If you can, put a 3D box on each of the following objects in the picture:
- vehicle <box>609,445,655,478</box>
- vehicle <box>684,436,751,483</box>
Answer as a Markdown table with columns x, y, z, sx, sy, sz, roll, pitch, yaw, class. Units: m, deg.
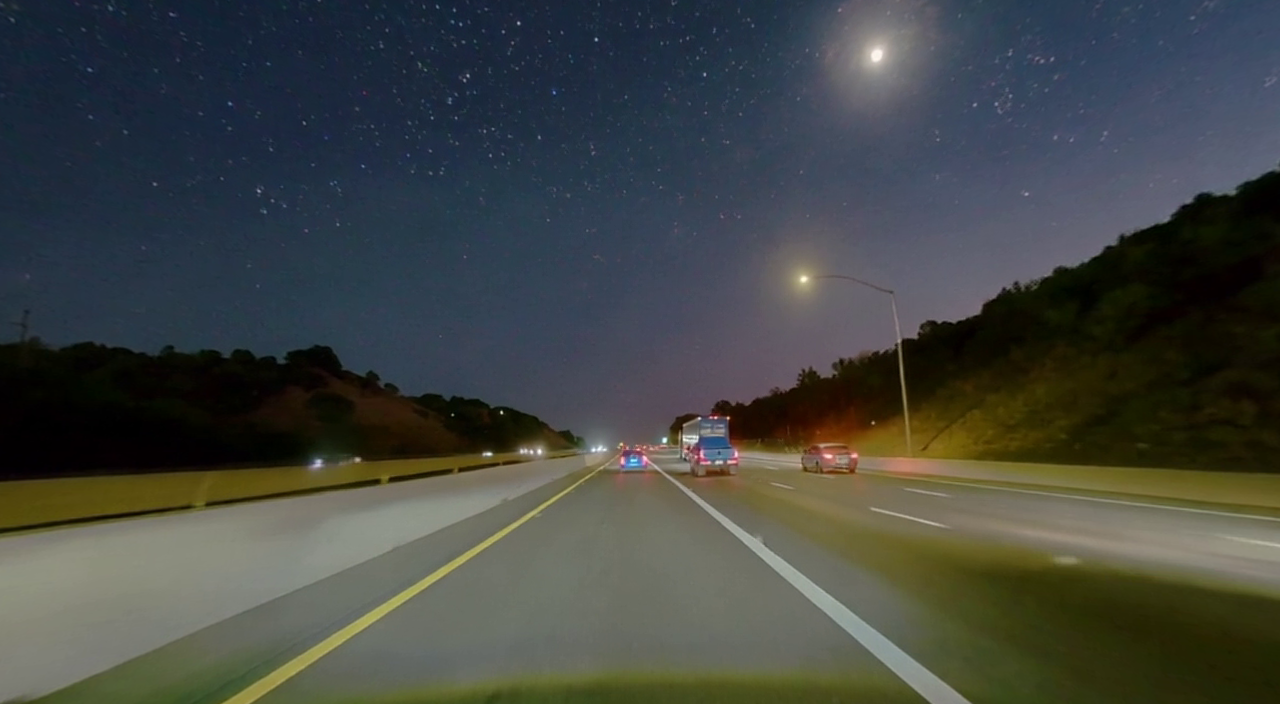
| x | y | z | sx | sy | sz | roll | pitch | yaw | class |
| --- | --- | --- | --- | --- | --- | --- | --- | --- | --- |
| -0.402 | 5.302 | 30.837 | 2.083 | 1.477 | 3.965 | 0 | -9 | -1 | vehicle |
| 3.161 | 4.491 | 26.719 | 2.098 | 1.794 | 4.561 | 0 | -9 | -2 | vehicle |
